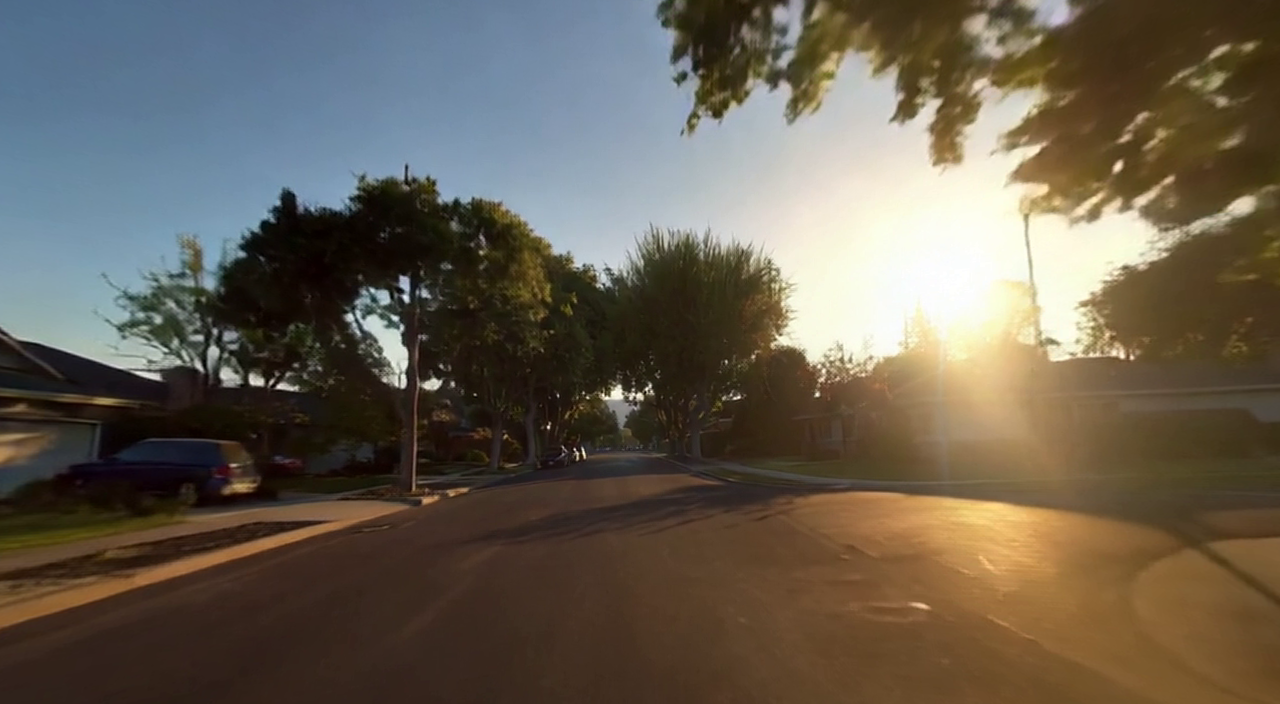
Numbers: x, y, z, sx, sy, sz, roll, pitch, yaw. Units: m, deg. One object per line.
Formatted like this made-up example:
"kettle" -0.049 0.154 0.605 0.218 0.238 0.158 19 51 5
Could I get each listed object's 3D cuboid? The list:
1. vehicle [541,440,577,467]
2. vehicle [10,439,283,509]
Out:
"vehicle" -6.246 7.876 49.285 2.341 1.886 5.684 -1 -8 -2
"vehicle" -14.268 3.537 18.699 5.863 1.773 2.451 0 -8 -4
